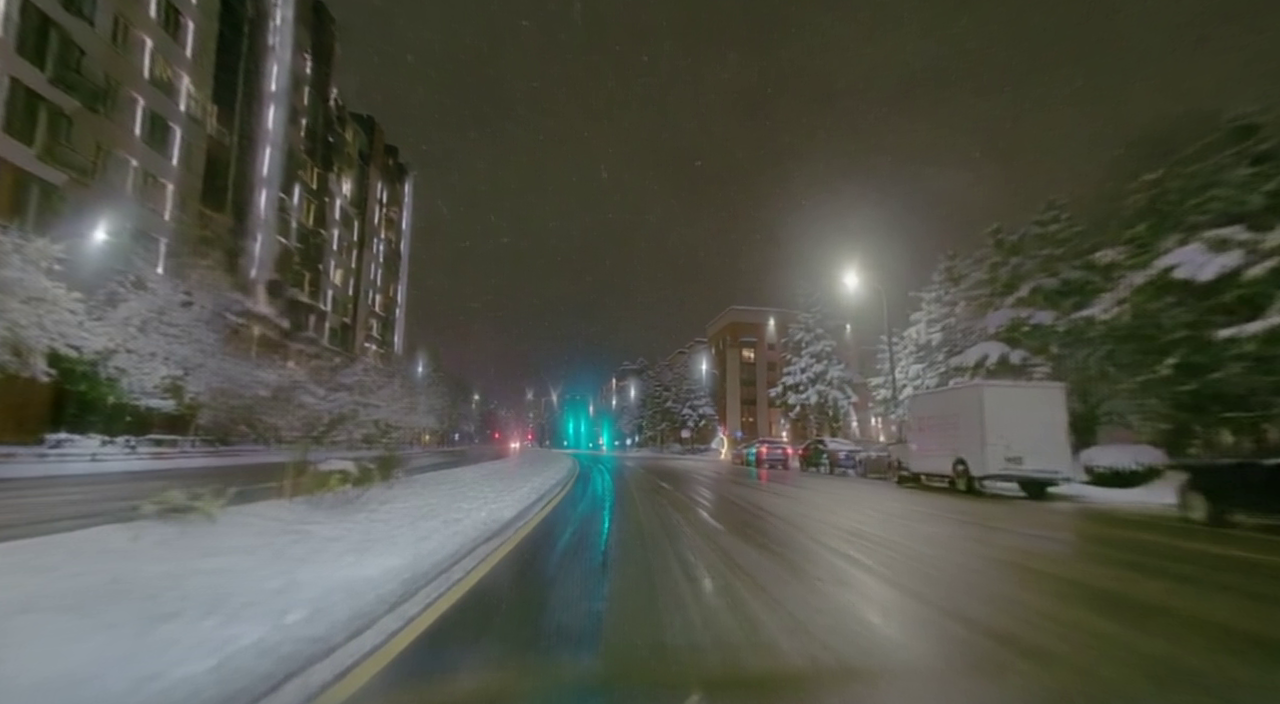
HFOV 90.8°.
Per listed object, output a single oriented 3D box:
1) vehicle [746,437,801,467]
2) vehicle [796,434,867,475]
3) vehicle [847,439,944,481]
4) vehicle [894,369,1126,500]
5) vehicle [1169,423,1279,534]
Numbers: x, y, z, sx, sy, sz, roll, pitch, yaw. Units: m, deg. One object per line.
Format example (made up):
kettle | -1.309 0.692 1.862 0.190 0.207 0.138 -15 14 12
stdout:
vehicle | 8.813 6.658 42.200 2.211 1.831 5.275 1 -9 -4
vehicle | 9.912 5.316 33.024 1.916 1.889 4.675 4 -9 -5
vehicle | 10.271 4.367 25.814 1.885 1.545 4.377 1 -9 -4
vehicle | 10.585 2.524 19.104 2.853 3.253 6.441 0 -8 -2
vehicle | 10.975 1.835 8.940 2.050 1.699 5.584 0 -8 -1
